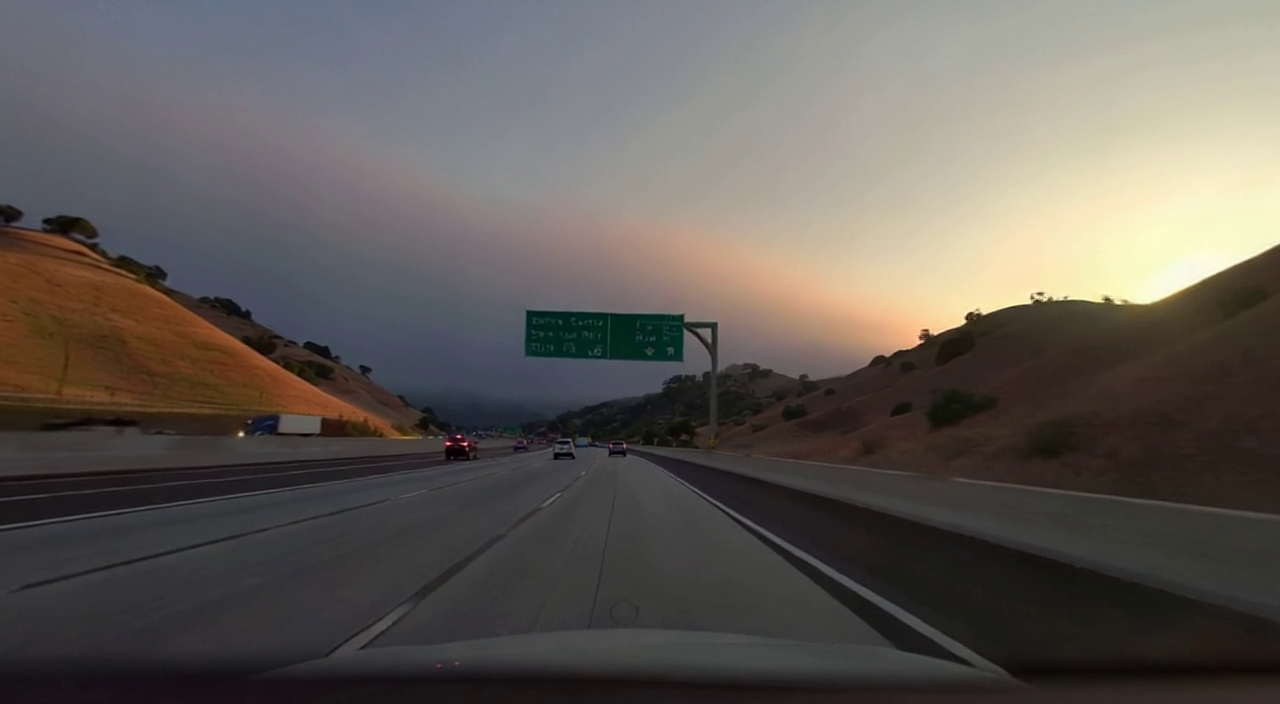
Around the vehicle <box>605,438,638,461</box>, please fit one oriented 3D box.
[{"bbox_3d":[-1.404,7.344,47.415,2.421,1.594,4.248,0,-9,-2],"label":"vehicle"}]

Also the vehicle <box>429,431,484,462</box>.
[{"bbox_3d":[-12.080,6.281,41.846,2.219,1.923,4.985,0,-9,-1],"label":"vehicle"}]

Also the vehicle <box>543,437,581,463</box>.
[{"bbox_3d":[-5.105,6.492,41.658,2.060,1.631,4.214,0,-9,-1],"label":"vehicle"}]
